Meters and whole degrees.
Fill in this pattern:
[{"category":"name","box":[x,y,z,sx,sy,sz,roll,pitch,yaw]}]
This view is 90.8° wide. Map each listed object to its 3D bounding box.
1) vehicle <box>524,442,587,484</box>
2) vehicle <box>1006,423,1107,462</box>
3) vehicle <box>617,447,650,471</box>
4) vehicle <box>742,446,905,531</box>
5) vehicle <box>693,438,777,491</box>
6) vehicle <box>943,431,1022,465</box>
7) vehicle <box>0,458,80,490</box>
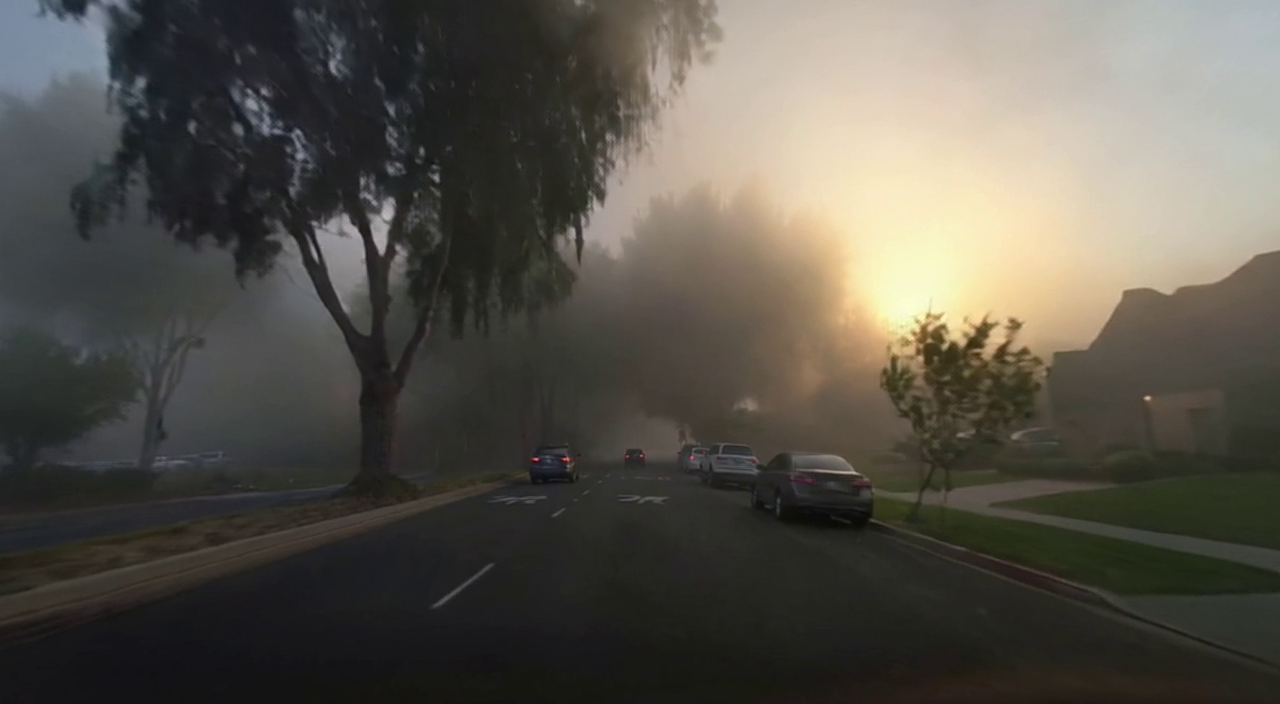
[{"category":"vehicle","box":[-3.589,4.822,27.799,2.129,1.668,4.722,0,-9,0]},{"category":"vehicle","box":[19.326,4.252,29.599,1.938,1.668,4.286,0,-9,3]},{"category":"vehicle","box":[-0.407,7.215,42.895,2.142,1.548,4.273,0,-9,0]},{"category":"vehicle","box":[3.673,2.814,13.736,2.019,1.495,4.755,0,-9,-1]},{"category":"vehicle","box":[3.589,4.389,24.949,2.273,1.860,5.077,1,-9,-3]},{"category":"vehicle","box":[16.443,4.651,30.572,1.747,1.460,4.247,0,-9,6]},{"category":"vehicle","box":[-41.567,8.114,42.285,2.307,1.896,6.192,0,-9,2]}]
